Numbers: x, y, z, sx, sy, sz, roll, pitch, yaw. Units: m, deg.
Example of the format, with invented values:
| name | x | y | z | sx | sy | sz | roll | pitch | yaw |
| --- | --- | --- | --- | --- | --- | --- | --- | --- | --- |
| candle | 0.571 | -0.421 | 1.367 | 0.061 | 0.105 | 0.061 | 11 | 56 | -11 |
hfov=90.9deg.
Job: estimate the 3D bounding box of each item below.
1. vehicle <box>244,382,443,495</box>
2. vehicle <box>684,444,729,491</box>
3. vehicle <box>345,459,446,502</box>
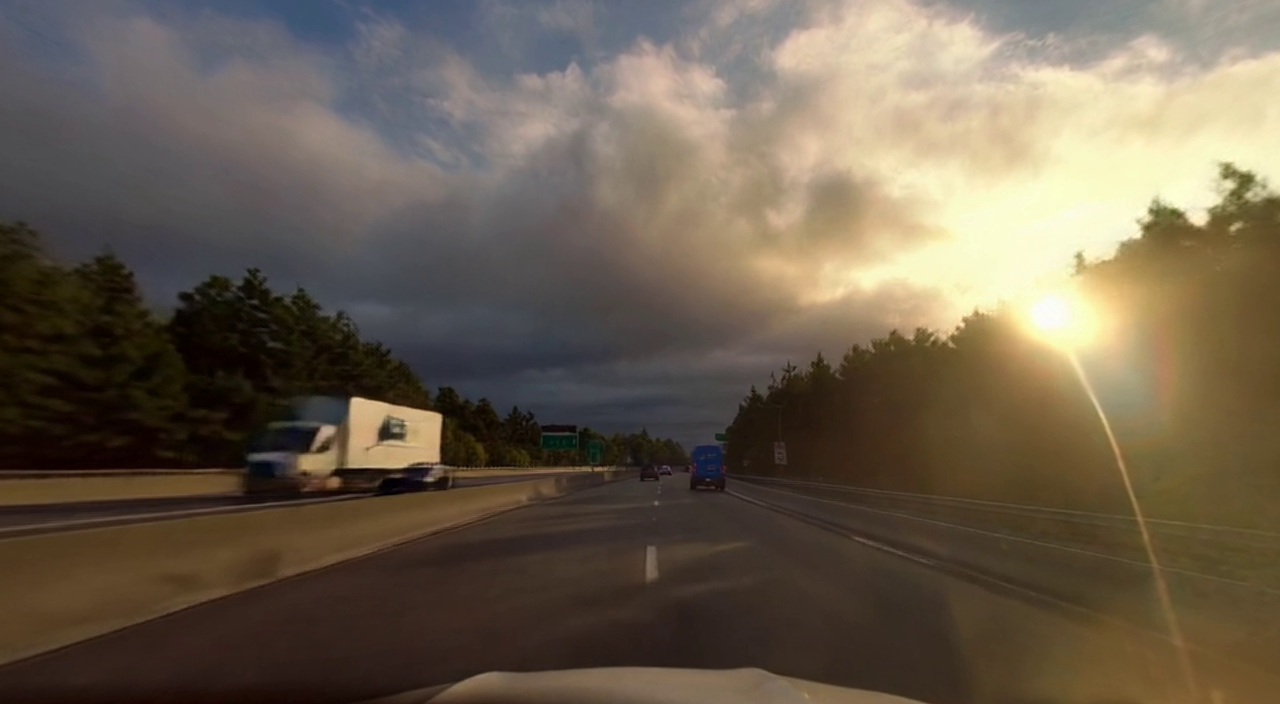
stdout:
| name | x | y | z | sx | sy | sz | roll | pitch | yaw |
| --- | --- | --- | --- | --- | --- | --- | --- | --- | --- |
| vehicle | -13.603 | 4.547 | 31.087 | 3.066 | 4.409 | 12.568 | 0 | -11 | 3 |
| vehicle | 4.013 | 7.173 | 39.096 | 2.366 | 2.595 | 5.793 | 0 | -11 | 2 |
| vehicle | -9.239 | 4.897 | 24.185 | 2.075 | 1.468 | 4.118 | 0 | -11 | 2 |
